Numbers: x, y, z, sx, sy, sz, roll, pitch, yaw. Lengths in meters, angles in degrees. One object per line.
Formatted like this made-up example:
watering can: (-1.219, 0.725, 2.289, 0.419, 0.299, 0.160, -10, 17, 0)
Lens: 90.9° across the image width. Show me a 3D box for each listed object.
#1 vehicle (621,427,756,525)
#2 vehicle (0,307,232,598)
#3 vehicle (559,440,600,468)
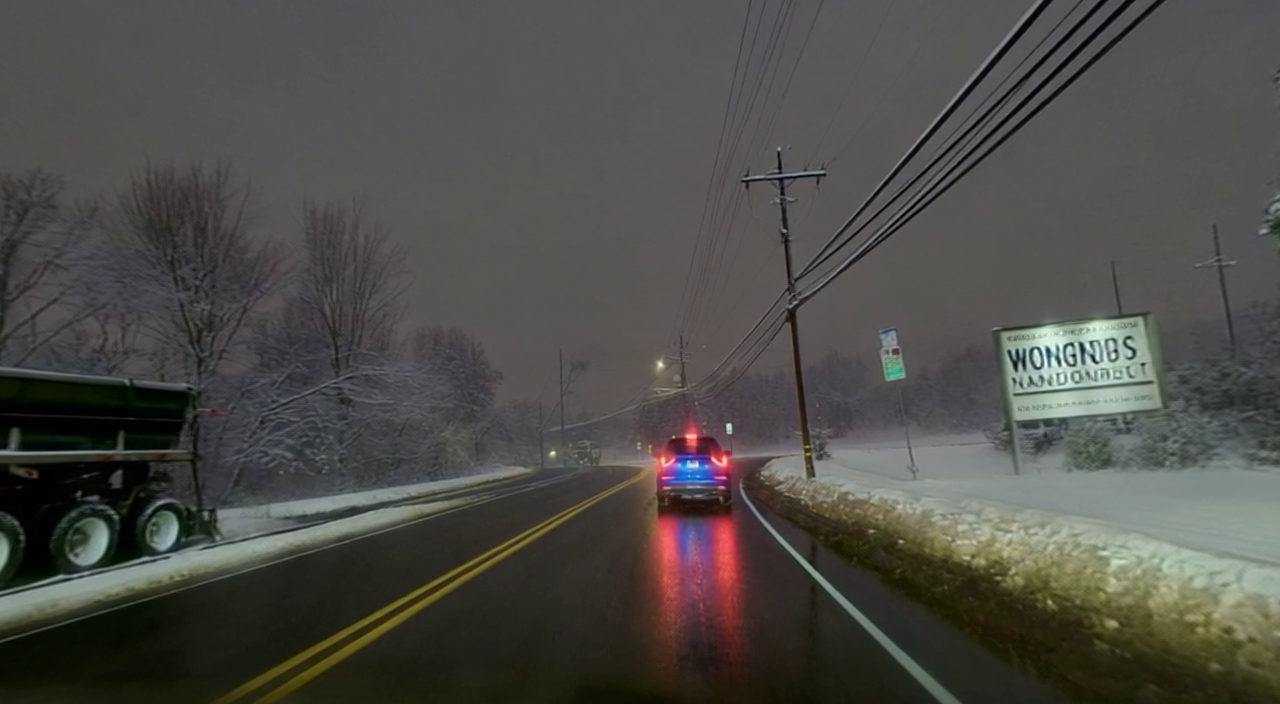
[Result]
vehicle: (0.787, 2.207, 11.730, 2.081, 1.503, 3.726, 0, -8, 1)
vehicle: (-8.547, 1.172, 6.188, 3.395, 3.071, 7.634, -7, -6, 6)
vehicle: (-4.824, 7.991, 49.629, 2.668, 1.981, 5.575, 2, -9, -11)
